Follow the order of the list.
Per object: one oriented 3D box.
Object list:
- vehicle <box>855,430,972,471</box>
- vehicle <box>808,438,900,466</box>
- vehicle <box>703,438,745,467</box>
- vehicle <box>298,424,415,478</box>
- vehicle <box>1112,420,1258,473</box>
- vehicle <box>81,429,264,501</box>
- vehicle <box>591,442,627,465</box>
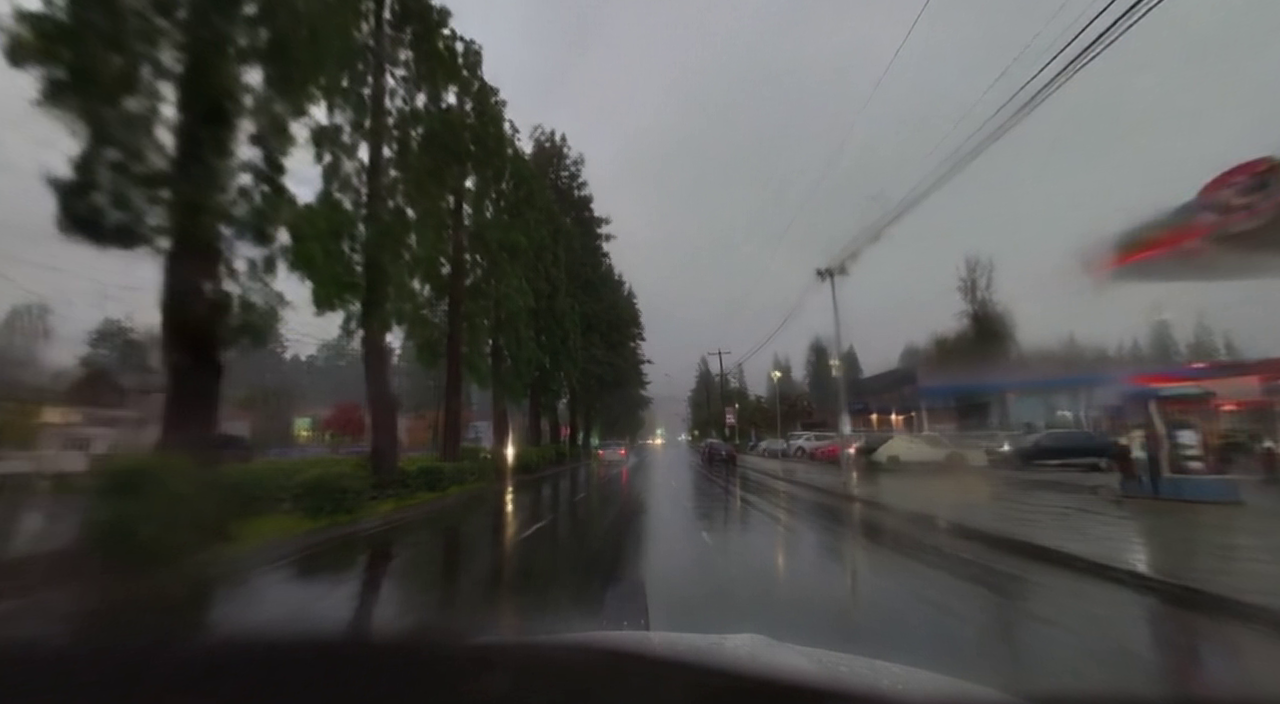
[{"bbox_3d":[12.509,4.532,29.039,4.454,1.776,1.891,0,-9,1],"label":"vehicle"},{"bbox_3d":[11.695,5.493,34.661,4.328,1.455,1.884,0,-9,2],"label":"vehicle"},{"bbox_3d":[5.289,6.404,40.201,2.179,1.709,4.512,0,-9,2],"label":"vehicle"},{"bbox_3d":[-18.227,6.475,41.512,2.953,3.076,9.336,-1,-9,3],"label":"vehicle"},{"bbox_3d":[21.345,3.767,24.994,2.060,1.865,4.542,-1,-9,7],"label":"vehicle"},{"bbox_3d":[-14.564,3.533,20.096,2.060,2.017,4.660,-1,-9,2],"label":"vehicle"},{"bbox_3d":[-1.945,6.582,40.869,1.959,1.406,4.272,0,-9,2],"label":"vehicle"}]
